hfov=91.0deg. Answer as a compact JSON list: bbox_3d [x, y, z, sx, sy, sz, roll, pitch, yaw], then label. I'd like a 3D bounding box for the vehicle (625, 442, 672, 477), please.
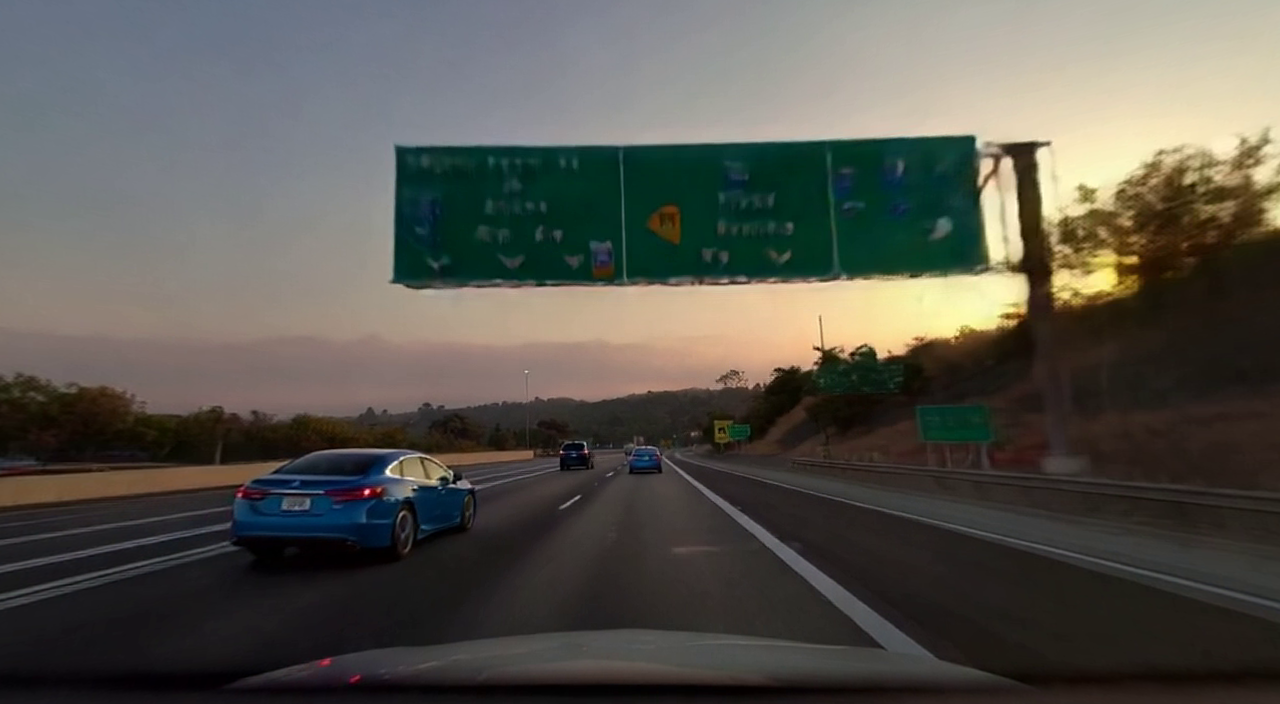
[{"bbox_3d":[0.426,5.160,30.523,2.086,1.548,4.325,0,-9,1],"label":"vehicle"}]

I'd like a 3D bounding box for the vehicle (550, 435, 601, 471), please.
[{"bbox_3d":[-3.586,5.767,36.081,2.264,1.901,4.647,0,-9,2],"label":"vehicle"}]
